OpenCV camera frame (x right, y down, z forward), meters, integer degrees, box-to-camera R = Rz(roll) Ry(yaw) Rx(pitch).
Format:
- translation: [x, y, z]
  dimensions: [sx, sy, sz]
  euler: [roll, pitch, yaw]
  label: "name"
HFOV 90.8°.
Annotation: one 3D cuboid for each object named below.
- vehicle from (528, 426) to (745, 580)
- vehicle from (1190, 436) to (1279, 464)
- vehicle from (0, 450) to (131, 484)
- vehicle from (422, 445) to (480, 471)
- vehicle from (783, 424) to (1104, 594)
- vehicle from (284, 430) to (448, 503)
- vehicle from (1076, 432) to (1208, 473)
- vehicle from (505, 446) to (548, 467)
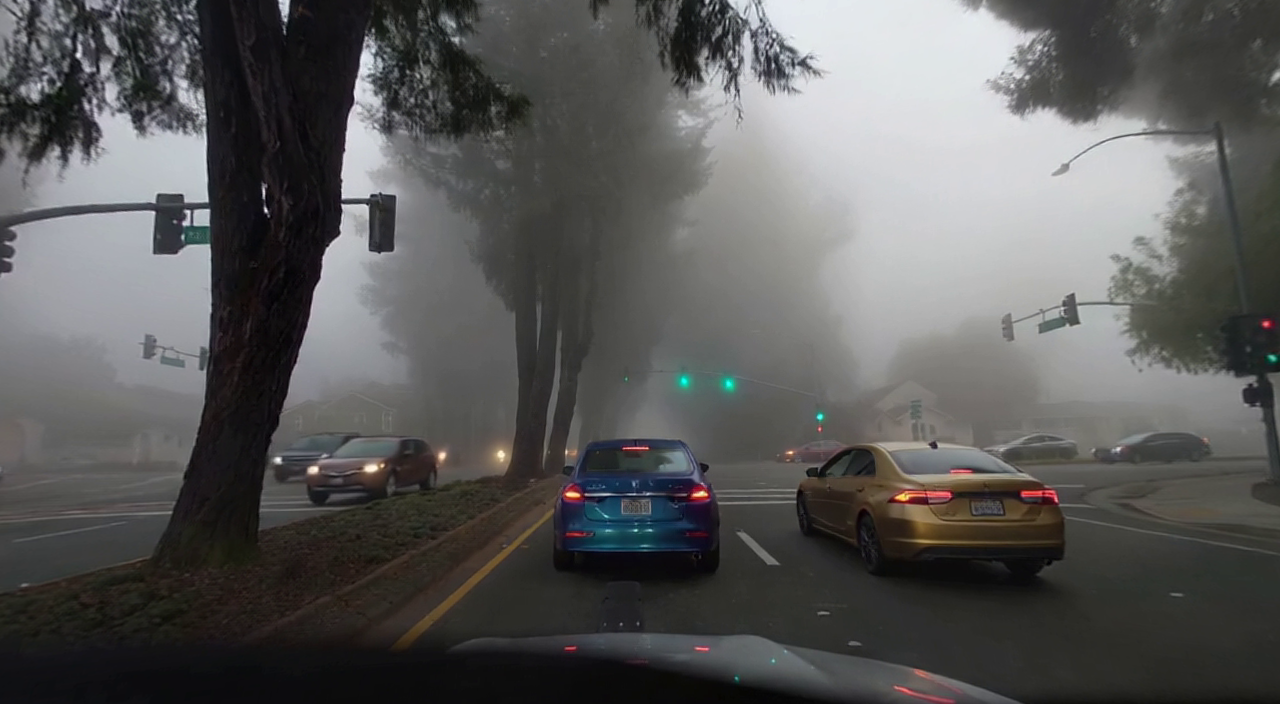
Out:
- translation: [-0.051, 1.778, 8.264]
  dimensions: [2.103, 1.478, 4.073]
  euler: [0, -8, -1]
  label: "vehicle"
- translation: [32.404, 5.203, 33.625]
  dimensions: [4.489, 1.432, 1.790]
  euler: [0, -9, 0]
  label: "vehicle"
- translation: [-28.161, 5.614, 31.055]
  dimensions: [4.538, 1.591, 1.949]
  euler: [0, -8, 1]
  label: "vehicle"
- translation: [-11.373, 6.385, 38.307]
  dimensions: [2.125, 1.476, 4.385]
  euler: [-1, -8, 1]
  label: "vehicle"
- translation: [3.183, 1.712, 7.757]
  dimensions: [1.913, 1.505, 4.097]
  euler: [0, -8, 0]
  label: "vehicle"
- translation: [-7.486, 3.188, 18.038]
  dimensions: [2.383, 1.779, 4.973]
  euler: [0, -8, 1]
  label: "vehicle"
- translation: [23.993, 4.790, 30.314]
  dimensions: [4.520, 1.762, 2.005]
  euler: [-1, -8, -1]
  label: "vehicle"
- translation: [-7.570, 6.986, 42.468]
  dimensions: [2.040, 1.374, 4.150]
  euler: [0, -8, 1]
  label: "vehicle"
